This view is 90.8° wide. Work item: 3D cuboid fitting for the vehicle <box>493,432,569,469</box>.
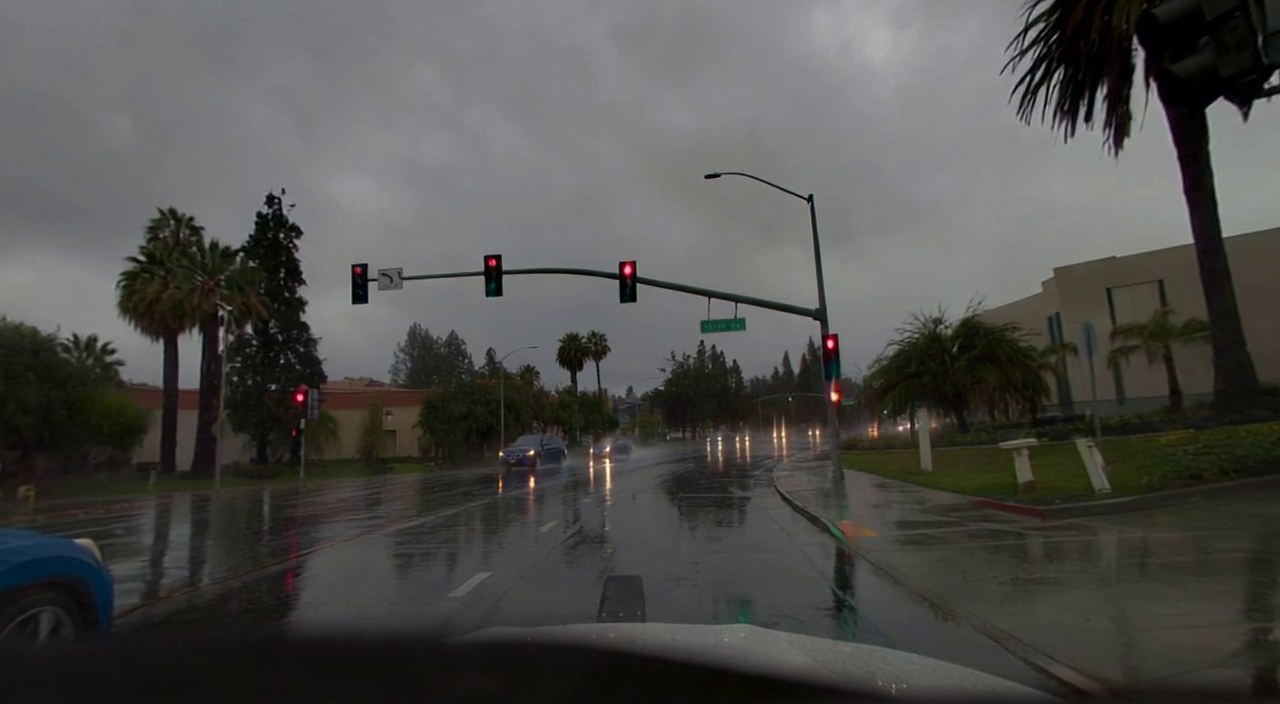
[{"bbox_3d":[-5.671,5.233,33.633,2.181,1.792,4.648,-3,-9,16],"label":"vehicle"}]
